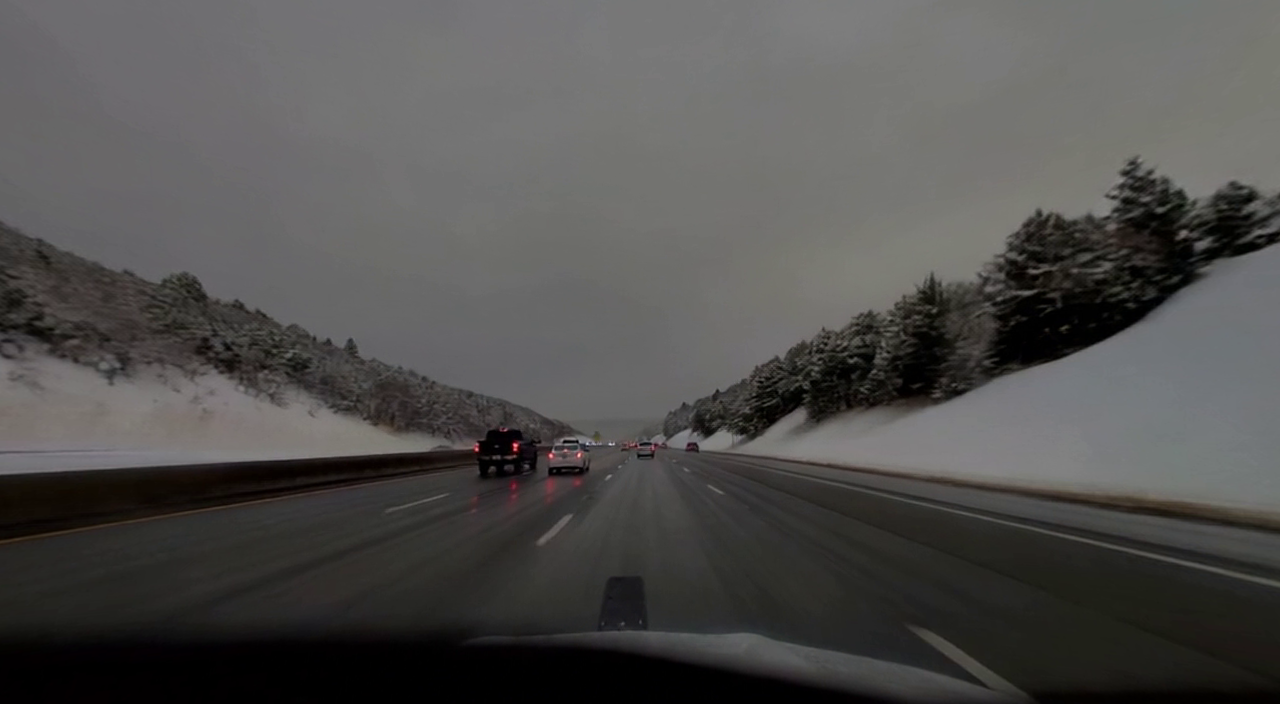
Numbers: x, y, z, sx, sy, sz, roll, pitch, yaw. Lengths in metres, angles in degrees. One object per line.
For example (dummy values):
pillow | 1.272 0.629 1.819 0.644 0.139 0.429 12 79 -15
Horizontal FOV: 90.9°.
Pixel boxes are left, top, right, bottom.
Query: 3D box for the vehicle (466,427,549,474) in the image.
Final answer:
vehicle | -6.404 4.877 31.459 2.589 2.063 6.206 0 -8 2

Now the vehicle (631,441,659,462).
vehicle | 0.399 7.622 48.524 2.031 1.566 3.904 0 -8 1

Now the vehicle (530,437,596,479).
vehicle | -3.040 4.326 25.916 2.091 1.552 4.516 0 -8 1
